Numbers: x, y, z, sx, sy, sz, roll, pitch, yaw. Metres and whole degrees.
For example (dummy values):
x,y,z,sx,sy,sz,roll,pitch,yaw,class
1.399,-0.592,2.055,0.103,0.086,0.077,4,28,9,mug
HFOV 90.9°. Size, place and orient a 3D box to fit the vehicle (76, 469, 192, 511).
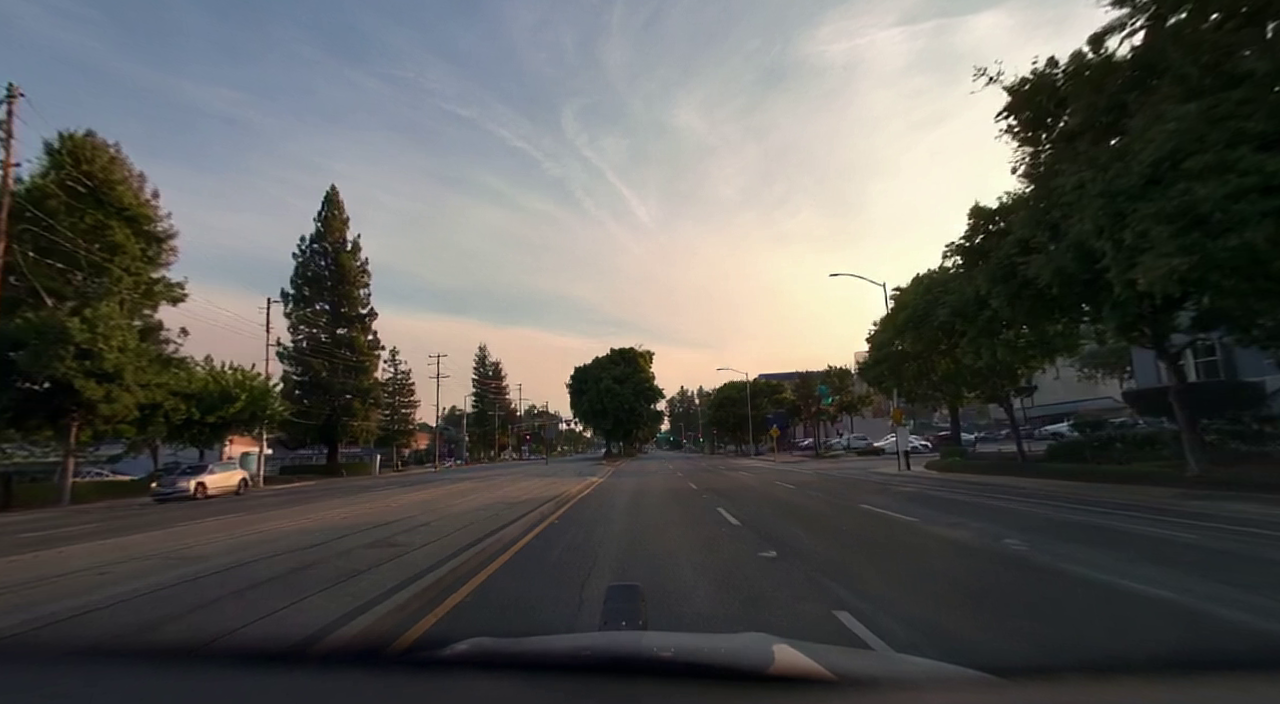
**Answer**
x,y,z,sx,sy,sz,roll,pitch,yaw,class
-23.253,6.329,29.223,1.847,1.593,4.127,0,-8,1,vehicle
